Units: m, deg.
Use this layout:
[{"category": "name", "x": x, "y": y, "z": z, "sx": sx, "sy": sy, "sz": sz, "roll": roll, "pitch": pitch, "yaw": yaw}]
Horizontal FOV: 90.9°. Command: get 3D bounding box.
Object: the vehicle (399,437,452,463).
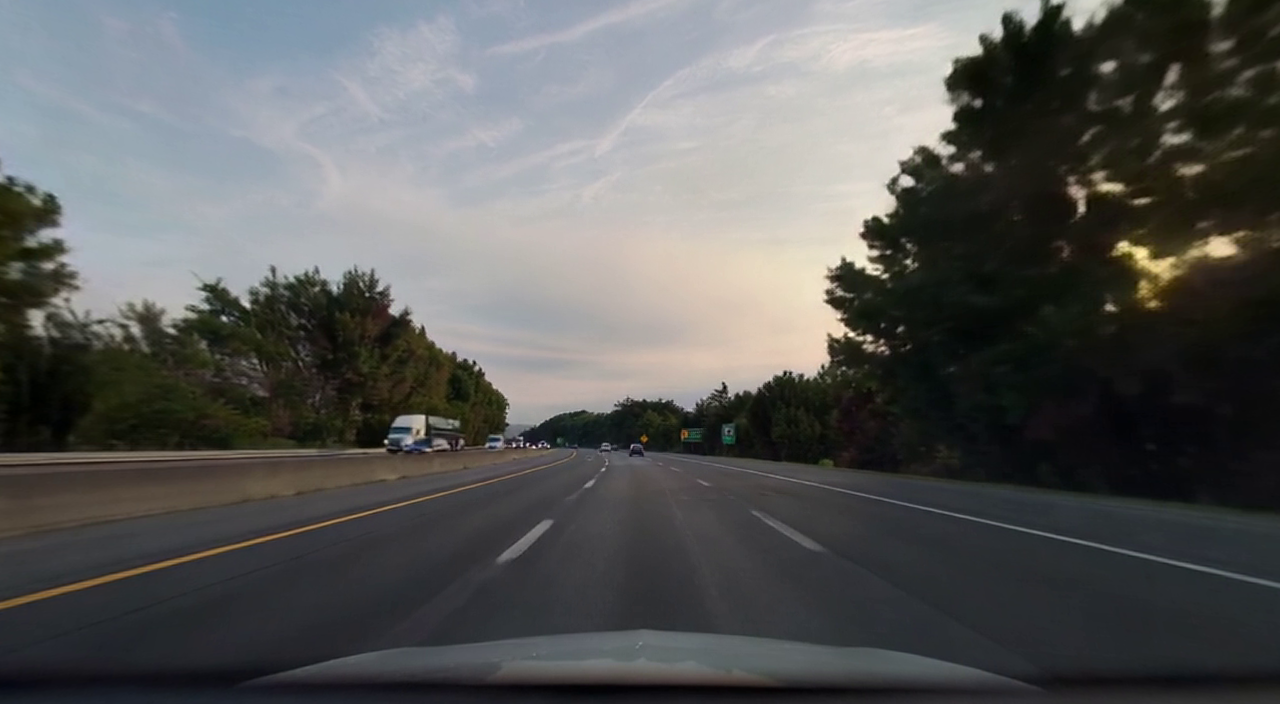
[{"category": "vehicle", "x": -12.950, "y": 5.958, "z": 38.335, "sx": 1.831, "sy": 1.512, "sz": 4.262, "roll": 0, "pitch": -9, "yaw": -2}]
